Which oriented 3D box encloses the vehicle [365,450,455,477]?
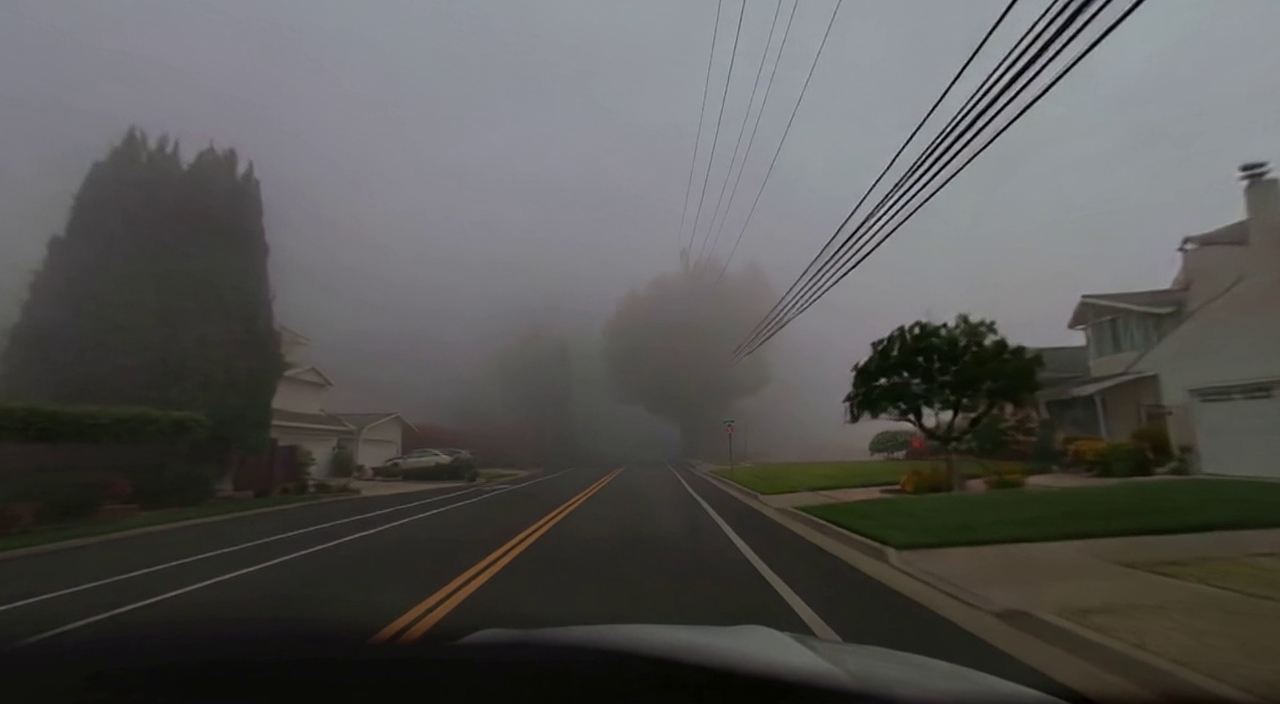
[{"bbox_3d":[-13.743,6.655,37.952,4.554,1.535,2.261,0,-9,-2],"label":"vehicle"}]
